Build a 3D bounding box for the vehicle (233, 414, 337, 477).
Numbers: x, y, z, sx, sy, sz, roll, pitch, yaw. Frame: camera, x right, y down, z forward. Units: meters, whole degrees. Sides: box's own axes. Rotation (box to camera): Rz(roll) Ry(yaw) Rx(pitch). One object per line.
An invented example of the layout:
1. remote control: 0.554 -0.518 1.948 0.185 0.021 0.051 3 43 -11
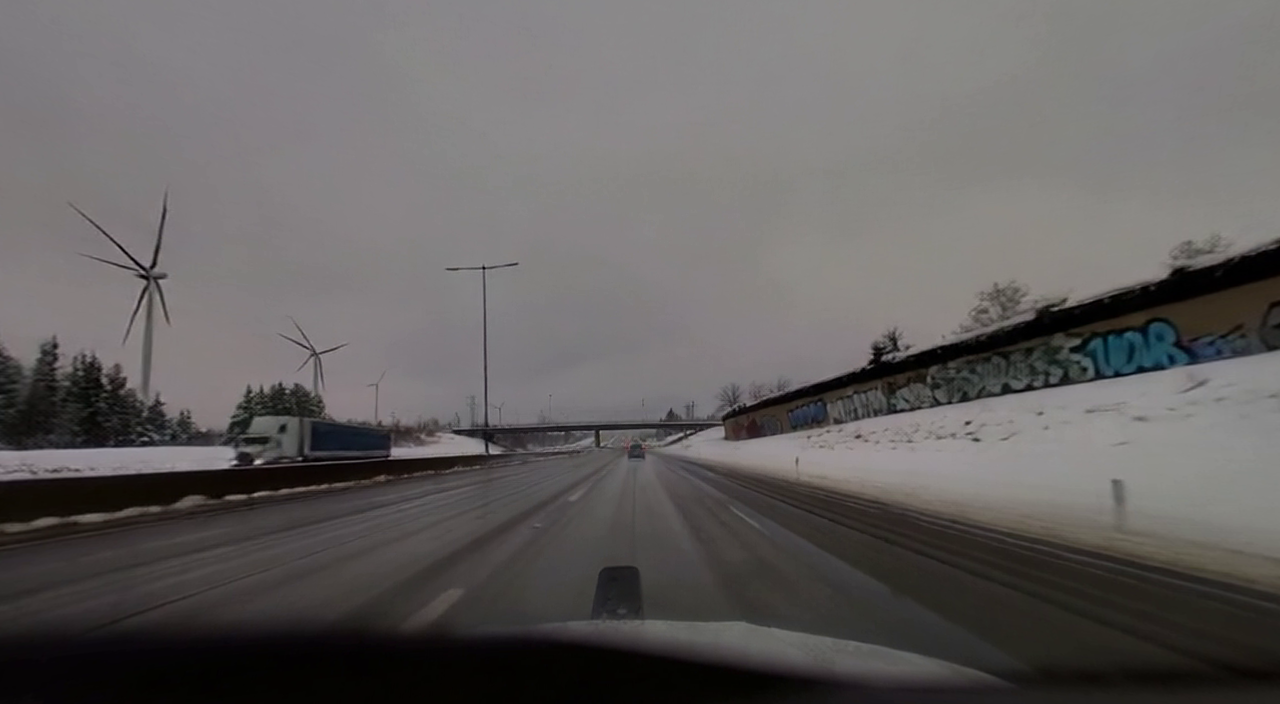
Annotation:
1. vehicle: -23.007 6.175 41.372 3.227 3.793 6.009 0 -9 -1
